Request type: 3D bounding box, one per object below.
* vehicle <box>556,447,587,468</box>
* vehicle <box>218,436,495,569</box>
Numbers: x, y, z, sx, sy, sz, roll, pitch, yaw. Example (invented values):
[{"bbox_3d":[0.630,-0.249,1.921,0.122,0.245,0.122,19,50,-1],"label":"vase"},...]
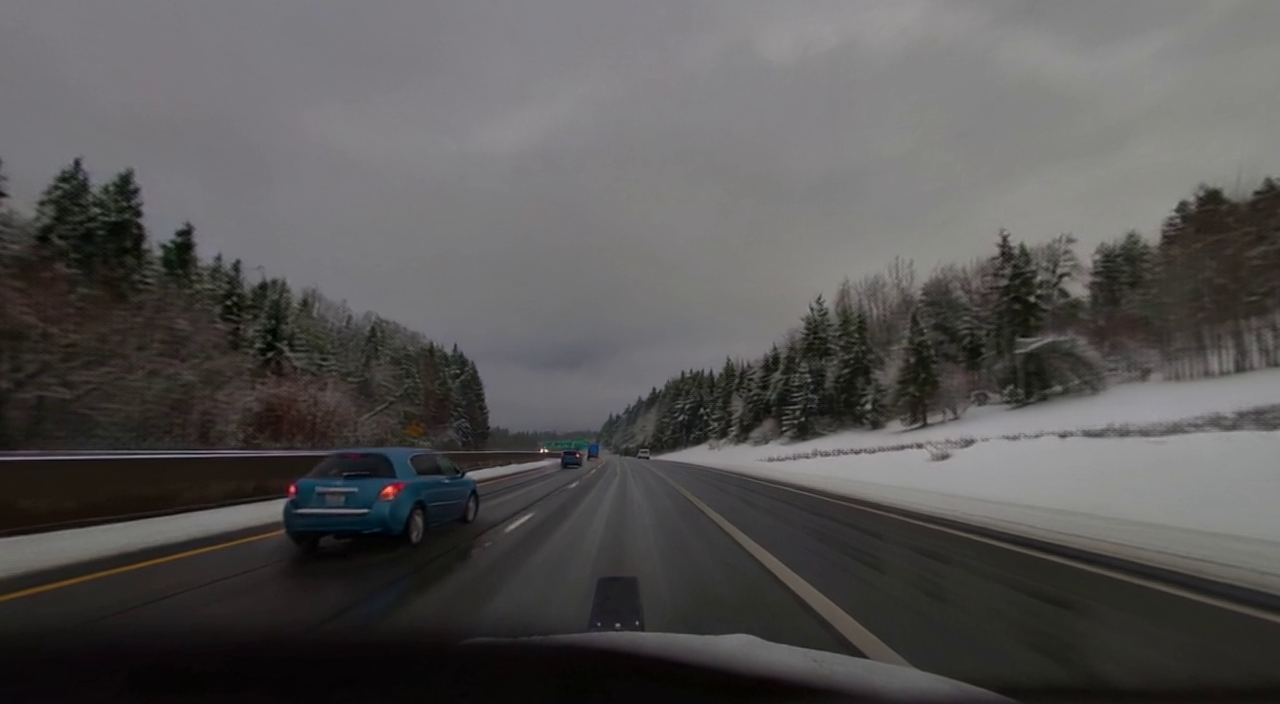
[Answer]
[{"bbox_3d":[-5.376,8.340,49.996,2.049,1.521,4.366,0,-9,-2],"label":"vehicle"},{"bbox_3d":[-3.808,2.089,9.721,1.957,1.499,4.965,0,-9,0],"label":"vehicle"}]
